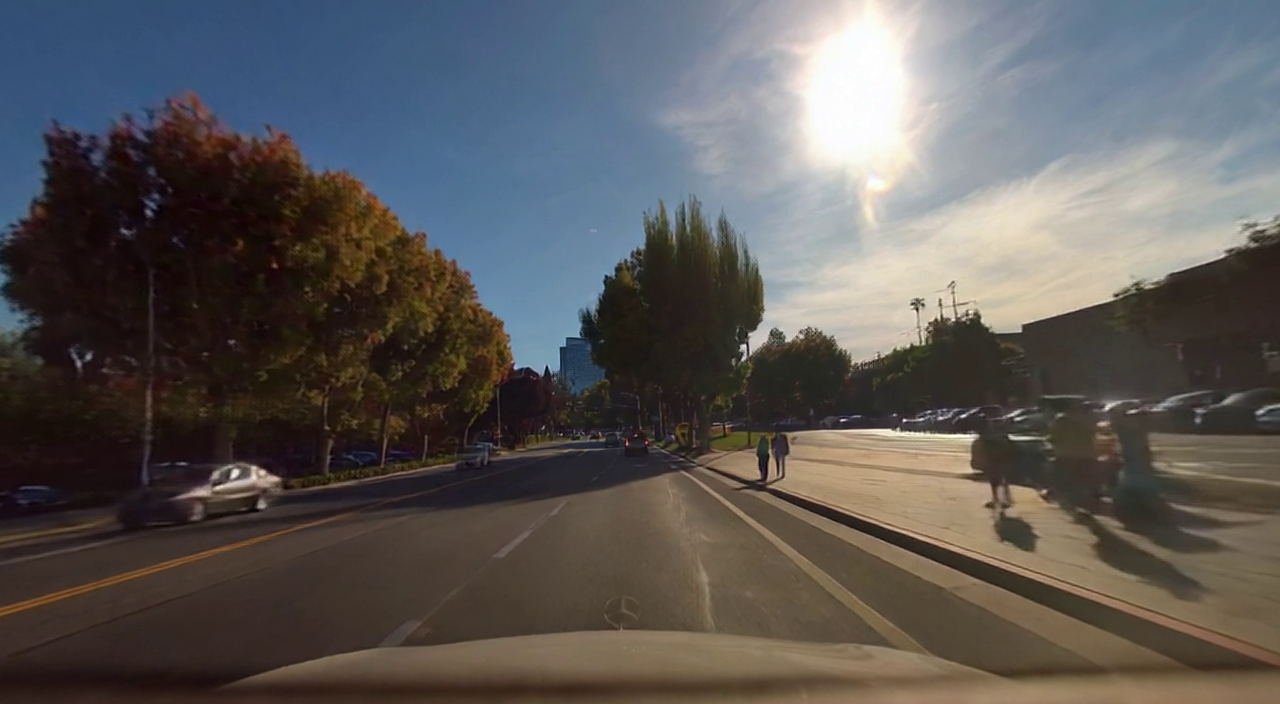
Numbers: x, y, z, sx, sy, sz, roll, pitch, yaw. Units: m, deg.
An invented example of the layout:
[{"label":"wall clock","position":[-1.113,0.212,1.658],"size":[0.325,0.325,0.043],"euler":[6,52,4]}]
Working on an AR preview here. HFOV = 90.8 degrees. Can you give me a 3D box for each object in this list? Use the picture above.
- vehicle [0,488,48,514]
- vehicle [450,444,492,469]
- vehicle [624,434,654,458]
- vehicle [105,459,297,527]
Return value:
[{"label":"vehicle","position":[-43.357,10.163,43.113],"size":[3.943,1.578,1.916],"euler":[-1,-9,2]},{"label":"vehicle","position":[-12.757,7.913,48.039],"size":[2.117,1.724,4.366],"euler":[0,-8,-2]},{"label":"vehicle","position":[-0.101,7.205,48.455],"size":[2.228,1.790,4.180],"euler":[0,-8,0]},{"label":"vehicle","position":[-11.498,3.674,17.052],"size":[2.011,1.475,4.536],"euler":[0,-8,-2]}]
